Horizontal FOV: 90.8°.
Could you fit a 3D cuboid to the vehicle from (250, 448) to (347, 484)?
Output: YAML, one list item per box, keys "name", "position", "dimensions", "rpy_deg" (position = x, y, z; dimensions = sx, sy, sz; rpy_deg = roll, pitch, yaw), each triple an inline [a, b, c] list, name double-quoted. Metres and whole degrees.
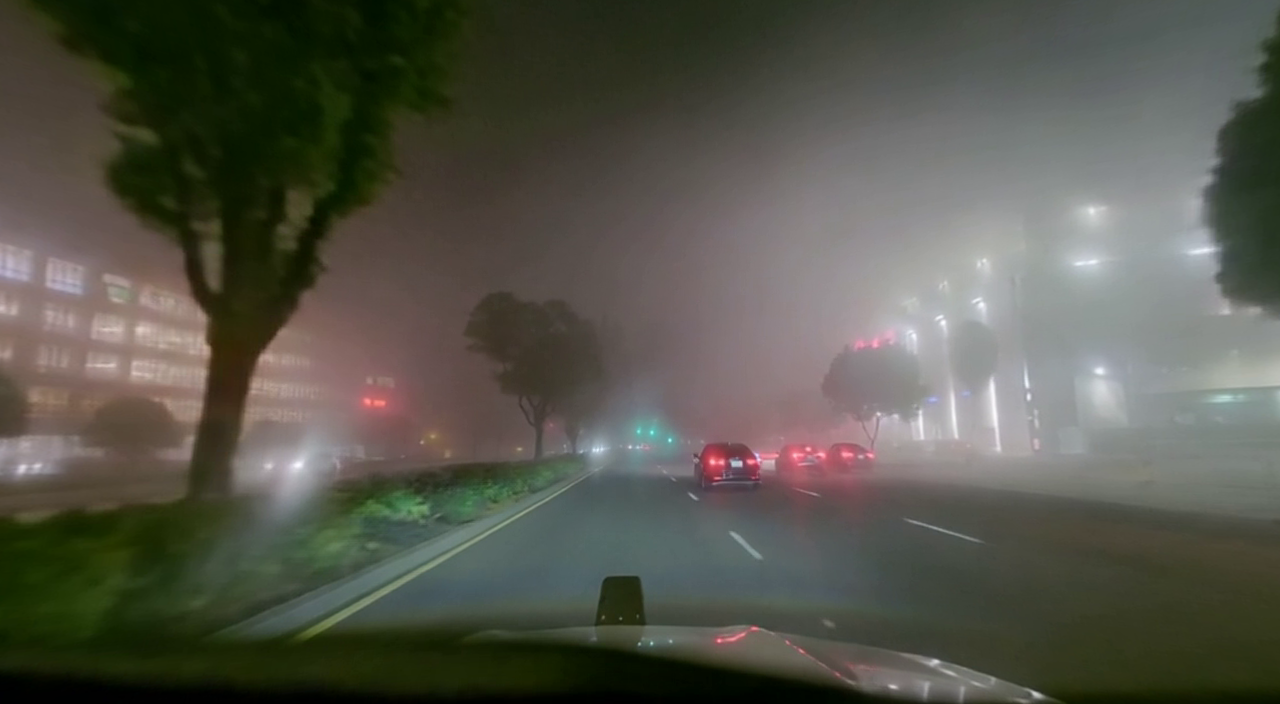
- name: "vehicle"
  position: [-16.614, 5.549, 31.072]
  dimensions: [2.031, 1.607, 4.759]
  rpy_deg: [0, -9, 1]

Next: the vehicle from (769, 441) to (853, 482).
- name: "vehicle"
  position: [6.449, 4.163, 24.340]
  dimensions: [1.912, 1.411, 4.380]
  rpy_deg: [0, -9, -1]

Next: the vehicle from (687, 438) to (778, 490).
- name: "vehicle"
  position: [2.854, 3.594, 20.594]
  dimensions: [2.131, 1.491, 4.496]
  rpy_deg: [0, -9, -2]
